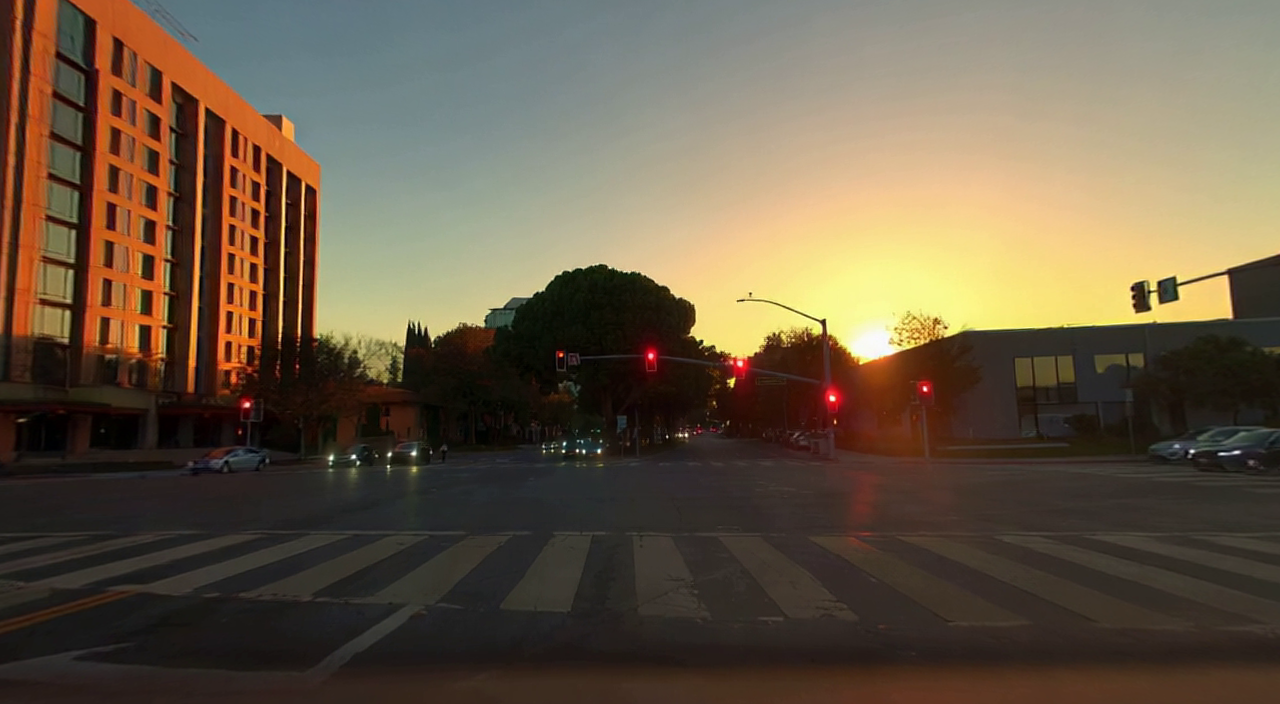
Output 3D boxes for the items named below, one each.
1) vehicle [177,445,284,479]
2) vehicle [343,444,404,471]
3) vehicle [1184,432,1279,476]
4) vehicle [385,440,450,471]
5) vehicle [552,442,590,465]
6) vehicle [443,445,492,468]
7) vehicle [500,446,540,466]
[{"bbox_3d":[-23.581,6.311,36.505,2.032,1.839,4.884,-3,-9,18],"label":"vehicle"},{"bbox_3d":[-18.552,7.352,44.022,2.237,1.801,4.541,0,-9,1],"label":"vehicle"},{"bbox_3d":[22.322,3.577,22.227,4.474,1.477,1.908,0,-9,-2],"label":"vehicle"},{"bbox_3d":[-15.108,7.041,43.158,2.340,1.946,5.450,0,-9,2],"label":"vehicle"},{"bbox_3d":[-4.517,6.713,41.676,1.954,1.431,4.050,-1,-9,2],"label":"vehicle"},{"bbox_3d":[-11.625,7.069,42.691,1.911,1.476,4.297,-1,-9,2],"label":"vehicle"},{"bbox_3d":[-8.087,7.009,42.610,1.910,1.321,3.692,0,-9,2],"label":"vehicle"}]
